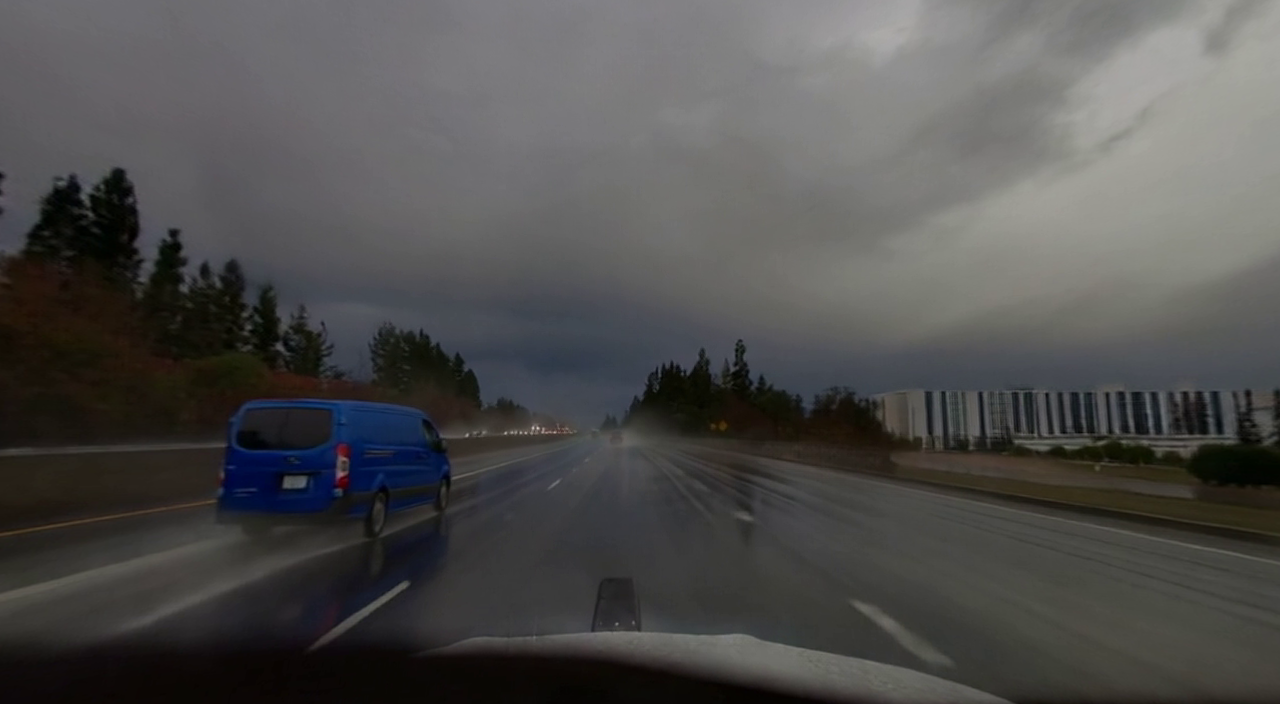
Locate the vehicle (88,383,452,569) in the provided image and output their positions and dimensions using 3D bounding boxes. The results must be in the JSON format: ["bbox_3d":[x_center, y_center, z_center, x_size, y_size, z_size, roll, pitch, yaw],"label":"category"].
[{"bbox_3d":[-4.365,1.529,8.664,2.219,1.827,4.738,0,-7,-2],"label":"vehicle"}]
